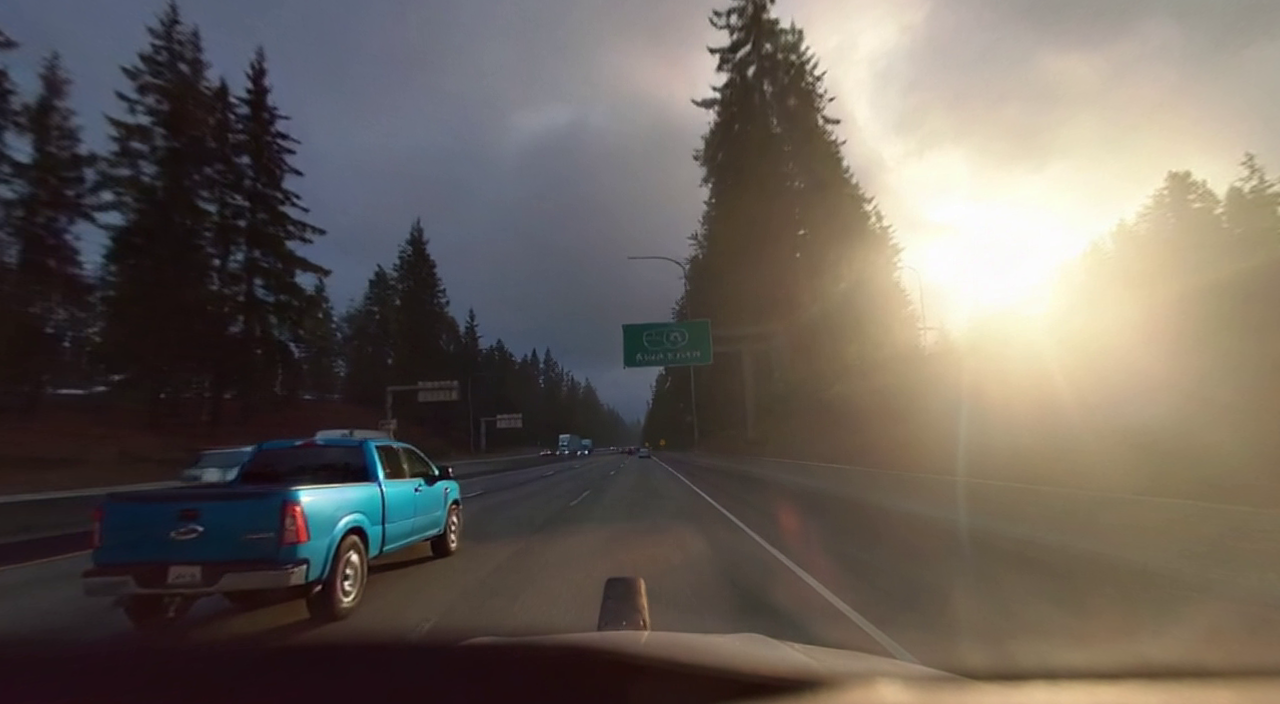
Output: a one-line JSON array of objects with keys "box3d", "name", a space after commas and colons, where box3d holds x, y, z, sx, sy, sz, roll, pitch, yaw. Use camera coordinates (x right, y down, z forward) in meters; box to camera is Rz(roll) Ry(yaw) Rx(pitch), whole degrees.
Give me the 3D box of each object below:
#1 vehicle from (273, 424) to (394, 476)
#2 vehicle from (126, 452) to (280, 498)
[{"box3d": [-21.573, 6.985, 45.481, 3.101, 3.238, 10.911, -1, -8, 1], "name": "vehicle"}, {"box3d": [-21.936, 6.173, 32.281, 2.698, 1.930, 7.081, -1, -8, 2], "name": "vehicle"}]
